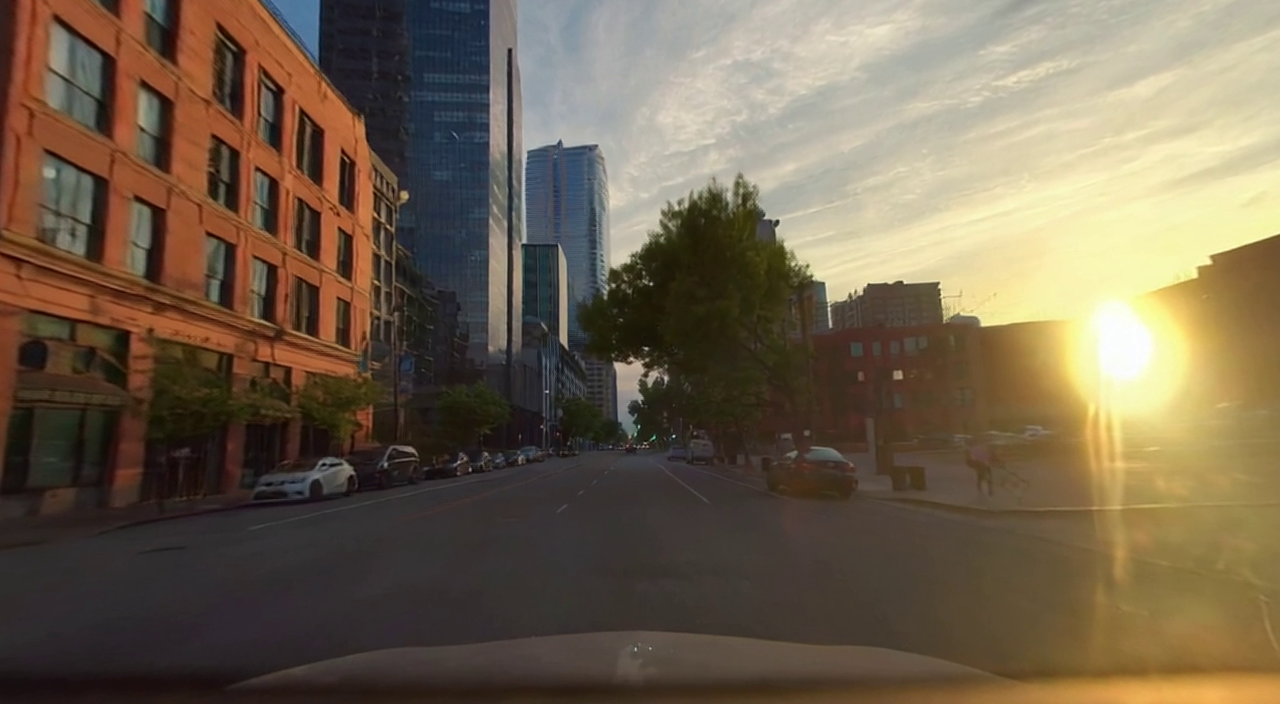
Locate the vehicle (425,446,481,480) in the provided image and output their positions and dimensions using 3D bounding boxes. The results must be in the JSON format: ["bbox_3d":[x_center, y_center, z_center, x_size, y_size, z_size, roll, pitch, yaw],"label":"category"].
[{"bbox_3d":[-11.517,6.816,39.298,1.970,1.828,5.519,-3,-8,-2],"label":"vehicle"}]

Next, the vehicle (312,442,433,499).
[{"bbox_3d":[-11.045,4.881,26.755,2.574,1.922,6.292,-4,-8,-2],"label":"vehicle"}]

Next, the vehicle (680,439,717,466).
[{"bbox_3d":[4.394,7.663,48.445,2.237,1.908,5.320,0,-8,-1],"label":"vehicle"}]

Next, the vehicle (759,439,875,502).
[{"bbox_3d":[4.821,3.281,17.942,1.929,1.522,4.543,0,-8,0],"label":"vehicle"}]

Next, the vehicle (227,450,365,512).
[{"bbox_3d":[-11.162,4.163,20.974,1.992,1.629,4.773,-4,-8,-1],"label":"vehicle"}]
